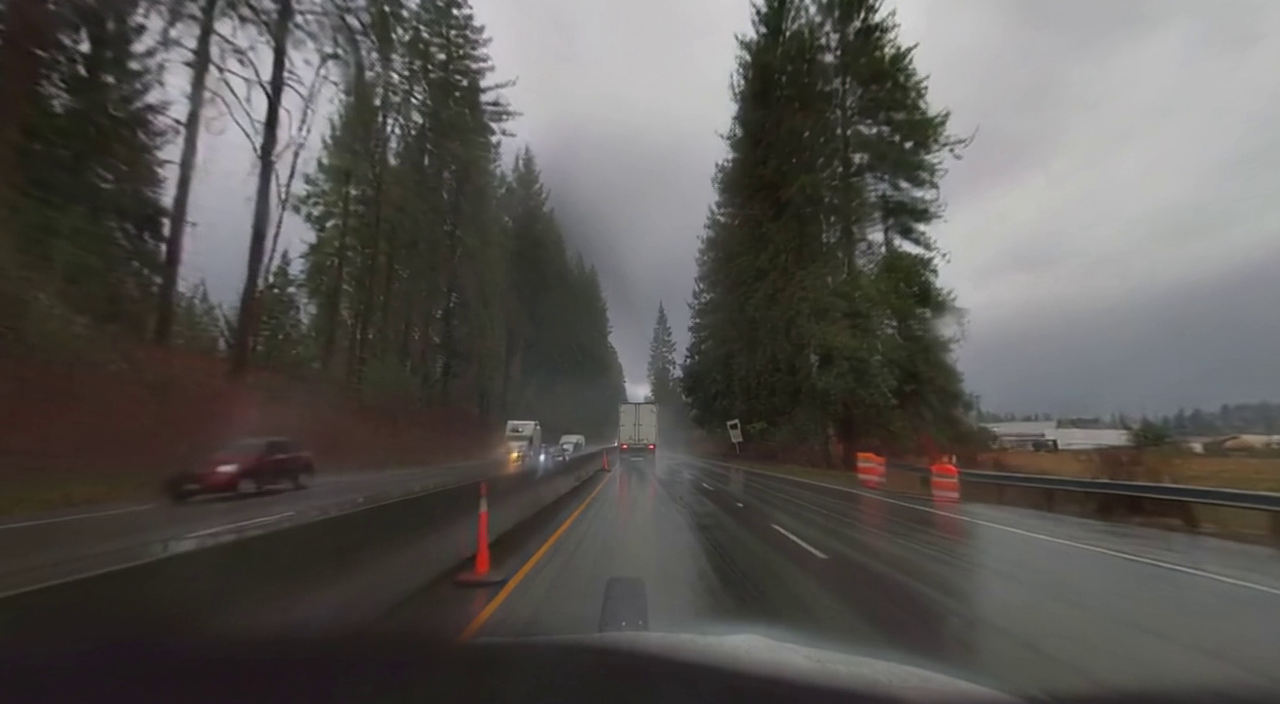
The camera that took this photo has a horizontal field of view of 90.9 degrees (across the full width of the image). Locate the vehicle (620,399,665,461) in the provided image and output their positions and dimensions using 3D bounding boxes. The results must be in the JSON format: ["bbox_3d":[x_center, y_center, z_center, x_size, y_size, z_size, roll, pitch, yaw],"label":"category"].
[{"bbox_3d":[0.013,5.974,47.161,2.935,4.068,11.036,0,-8,-2],"label":"vehicle"}]
